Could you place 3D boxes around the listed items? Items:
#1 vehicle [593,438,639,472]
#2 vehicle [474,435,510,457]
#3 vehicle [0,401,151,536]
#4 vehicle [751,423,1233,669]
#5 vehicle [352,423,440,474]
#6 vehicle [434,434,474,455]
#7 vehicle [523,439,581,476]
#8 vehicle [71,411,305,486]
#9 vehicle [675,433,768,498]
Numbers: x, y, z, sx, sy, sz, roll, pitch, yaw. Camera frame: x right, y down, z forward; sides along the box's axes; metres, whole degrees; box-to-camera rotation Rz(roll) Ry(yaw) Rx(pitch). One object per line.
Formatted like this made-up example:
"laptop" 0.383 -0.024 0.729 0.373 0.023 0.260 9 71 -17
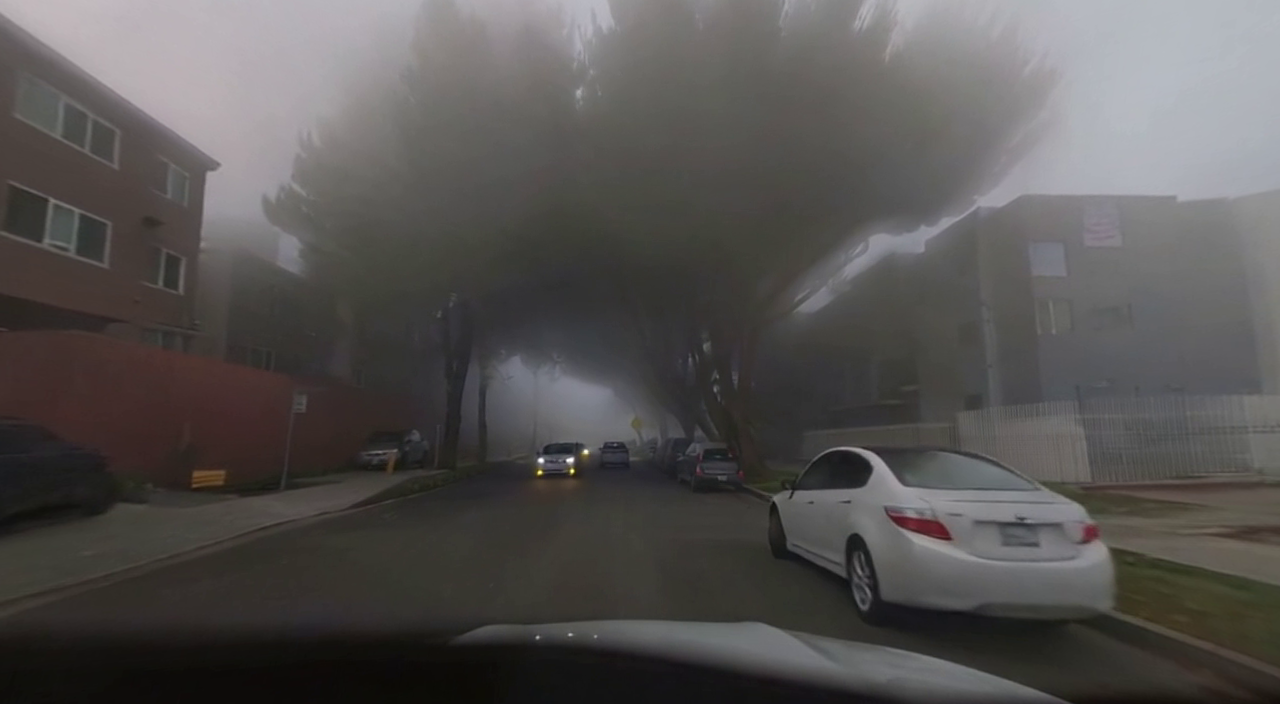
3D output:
"vehicle" -1.163 4.896 30.237 2.095 1.510 3.605 1 -8 -3
"vehicle" -10.838 6.903 46.306 1.948 1.543 3.829 1 -8 -4
"vehicle" -9.004 1.504 8.418 1.845 1.687 4.009 0 -5 -3
"vehicle" 2.587 1.523 6.124 2.086 1.498 4.280 1 -8 -2
"vehicle" -9.604 3.779 25.197 2.010 1.747 4.266 0 -5 -3
"vehicle" -13.573 6.779 46.182 1.882 1.488 3.998 1 -8 -3
"vehicle" -3.705 4.509 27.153 1.955 1.463 4.323 0 -8 -1
"vehicle" -11.310 2.449 16.044 4.356 1.761 1.963 1 -8 -2
"vehicle" 2.094 3.071 17.351 1.861 1.558 3.823 1 -8 -3
